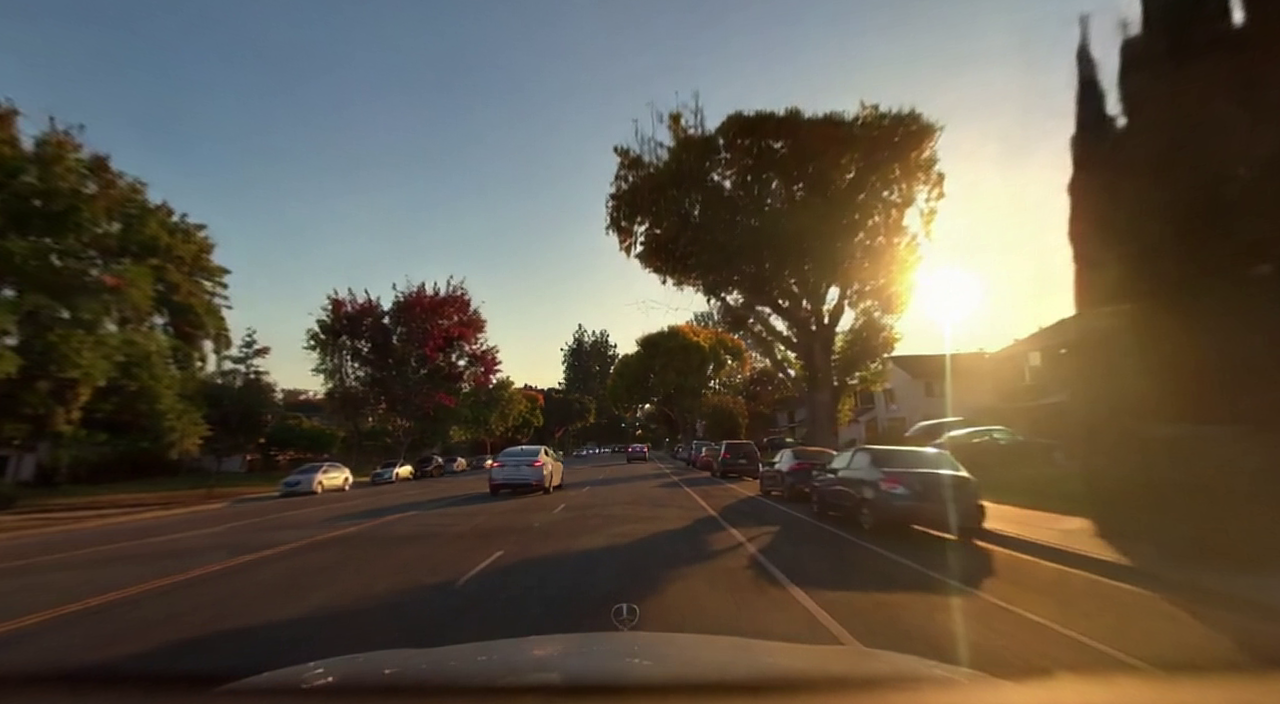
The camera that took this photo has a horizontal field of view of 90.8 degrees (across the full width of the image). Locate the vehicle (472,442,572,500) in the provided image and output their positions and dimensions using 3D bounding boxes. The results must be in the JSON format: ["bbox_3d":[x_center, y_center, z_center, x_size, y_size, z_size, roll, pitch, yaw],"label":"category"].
[{"bbox_3d":[-3.291,3.412,18.605,2.027,1.477,4.413,0,-9,1],"label":"vehicle"}]

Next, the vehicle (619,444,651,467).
[{"bbox_3d":[-0.347,7.082,43.467,2.088,1.495,4.048,0,-8,0],"label":"vehicle"}]

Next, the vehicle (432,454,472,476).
[{"bbox_3d":[-14.633,8.804,49.407,1.811,1.433,4.564,-6,-10,-2],"label":"vehicle"}]

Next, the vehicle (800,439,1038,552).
[{"bbox_3d":[4.306,2.259,10.743,1.944,1.470,4.530,0,-9,0],"label":"vehicle"}]

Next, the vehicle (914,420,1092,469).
[{"bbox_3d":[11.621,3.006,20.492,4.537,1.465,1.923,-1,-9,3],"label":"vehicle"}]

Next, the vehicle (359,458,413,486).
[{"bbox_3d":[-14.810,7.019,37.091,1.626,1.439,3.682,0,-9,0],"label":"vehicle"}]

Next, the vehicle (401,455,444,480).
[{"bbox_3d":[-14.489,7.705,42.294,1.681,1.419,3.859,-5,-10,-4],"label":"vehicle"}]

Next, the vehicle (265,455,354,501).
[{"bbox_3d":[-14.734,5.583,28.395,1.945,1.613,3.983,-6,-8,-1],"label":"vehicle"}]

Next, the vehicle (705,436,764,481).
[{"bbox_3d":[4.075,4.687,28.022,1.943,1.788,4.462,0,-9,1],"label":"vehicle"}]
